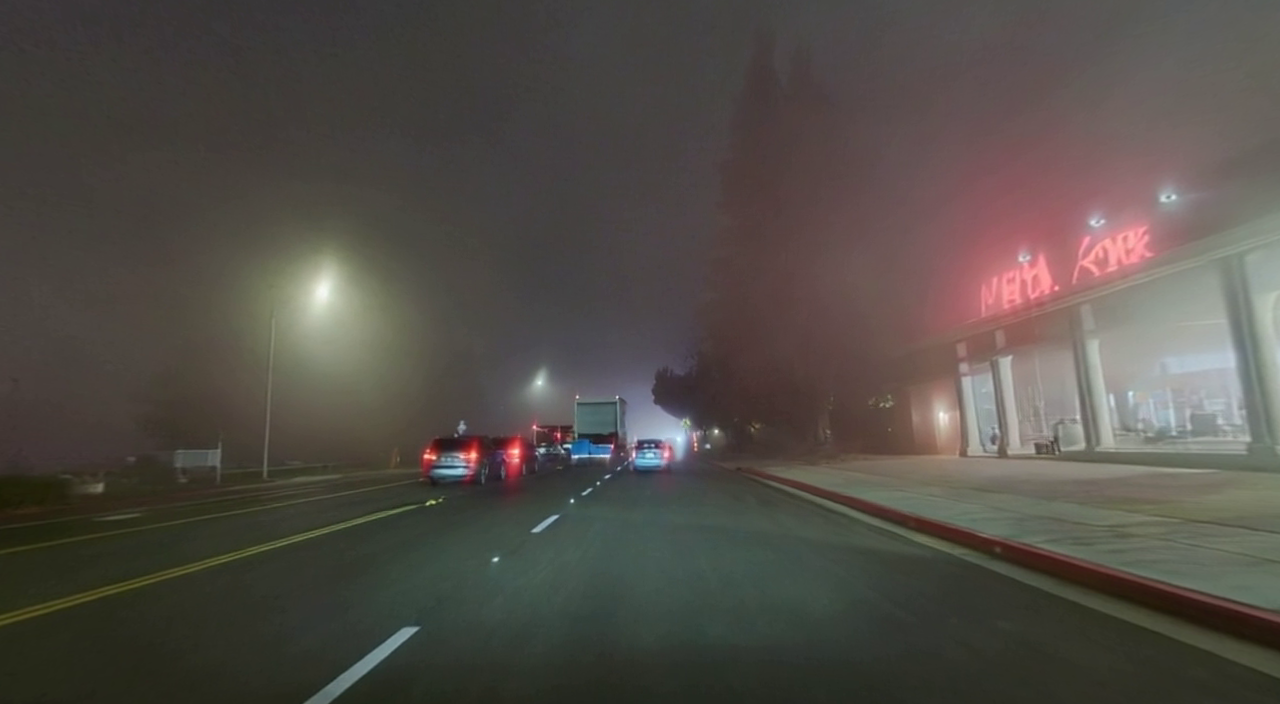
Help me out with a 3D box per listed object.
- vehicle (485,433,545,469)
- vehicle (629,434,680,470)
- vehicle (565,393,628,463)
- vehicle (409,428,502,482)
[{"bbox_3d":[-6.583,5.285,33.588,2.143,1.736,4.648,0,-9,1],"label":"vehicle"},{"bbox_3d":[0.624,4.557,28.627,2.144,1.514,4.063,0,-9,1],"label":"vehicle"},{"bbox_3d":[-2.554,5.132,41.132,2.992,3.949,11.815,0,-9,1],"label":"vehicle"},{"bbox_3d":[-6.817,3.852,23.740,2.014,1.830,4.281,0,-9,3],"label":"vehicle"}]
